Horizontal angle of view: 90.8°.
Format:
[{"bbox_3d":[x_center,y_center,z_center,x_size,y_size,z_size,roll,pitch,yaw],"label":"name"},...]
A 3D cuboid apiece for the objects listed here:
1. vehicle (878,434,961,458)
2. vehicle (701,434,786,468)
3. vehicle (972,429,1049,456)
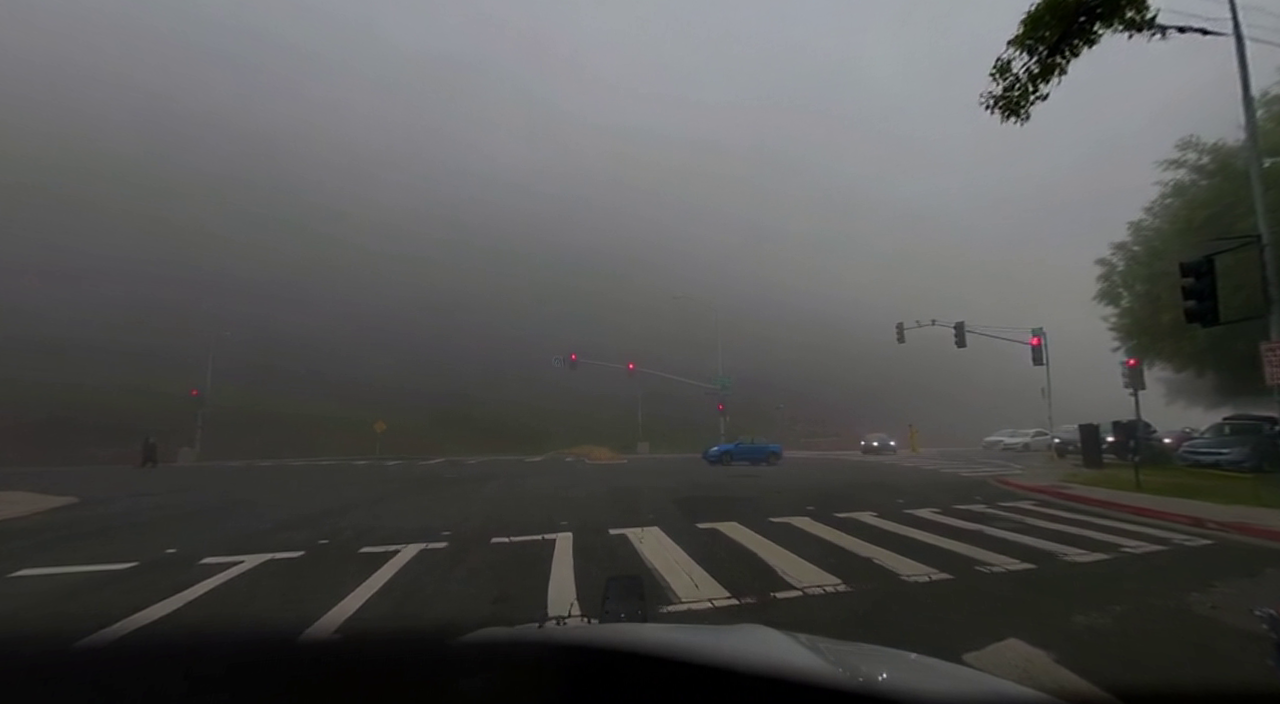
[{"bbox_3d":[18.662,6.266,42.176,5.234,1.549,1.982,4,-9,-24],"label":"vehicle"},{"bbox_3d":[5.051,4.793,30.696,3.896,1.500,1.740,6,-10,-33],"label":"vehicle"},{"bbox_3d":[26.883,6.571,45.826,5.032,1.828,2.183,4,-9,-24],"label":"vehicle"}]
